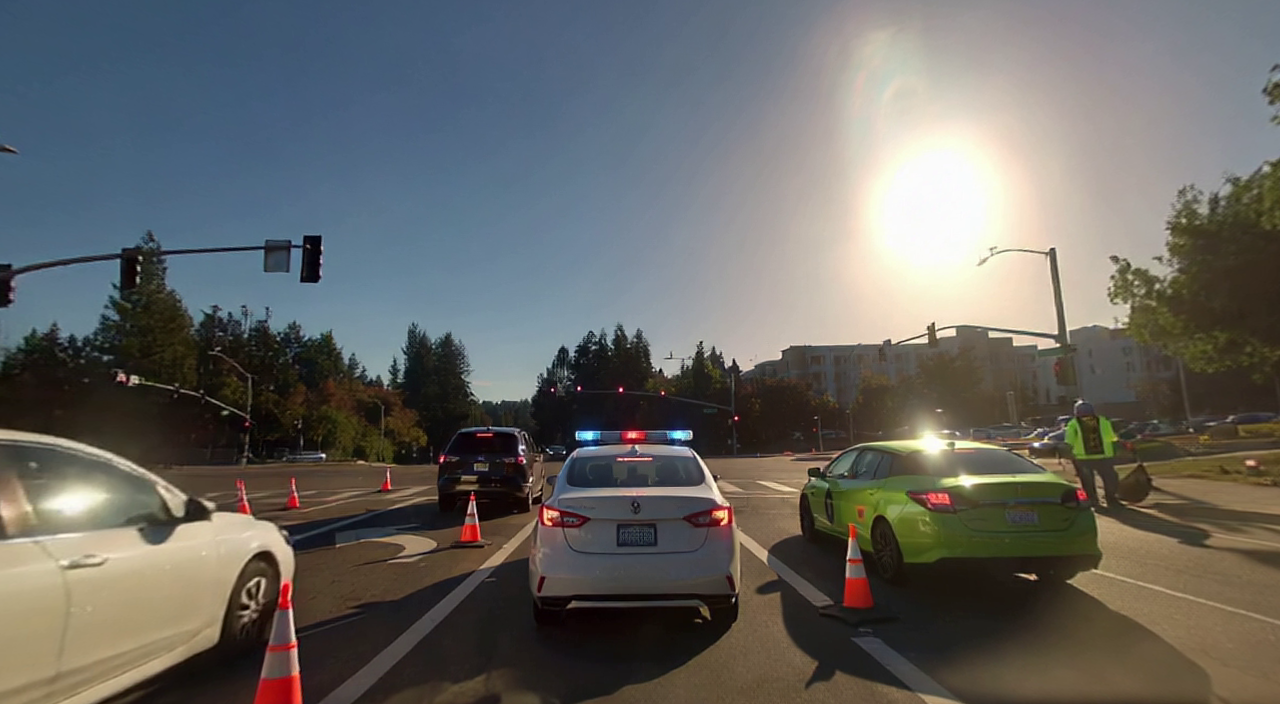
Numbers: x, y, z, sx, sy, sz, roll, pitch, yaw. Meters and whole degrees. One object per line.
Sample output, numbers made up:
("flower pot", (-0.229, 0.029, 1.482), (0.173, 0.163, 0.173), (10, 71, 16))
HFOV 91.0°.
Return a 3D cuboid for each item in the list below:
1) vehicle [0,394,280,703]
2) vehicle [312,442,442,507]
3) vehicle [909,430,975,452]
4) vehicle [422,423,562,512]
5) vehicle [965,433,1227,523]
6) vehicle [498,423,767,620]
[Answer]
("vehicle", (-3.637, 0.949, 2.633), (1.863, 1.526, 4.006), (0, -9, 0))
("vehicle", (-6.530, 3.043, 16.059), (1.825, 1.460, 3.365), (0, -9, 0))
("vehicle", (23.766, 7.020, 49.630), (4.211, 1.659, 1.983), (0, -9, 0))
("vehicle", (-3.307, 2.706, 15.211), (2.096, 1.789, 4.719), (0, -9, 2))
("vehicle", (9.350, 2.587, 13.578), (1.957, 1.576, 4.670), (0, -9, -3))
("vehicle", (-0.114, 1.627, 7.066), (2.061, 1.486, 4.332), (0, -8, -2))
